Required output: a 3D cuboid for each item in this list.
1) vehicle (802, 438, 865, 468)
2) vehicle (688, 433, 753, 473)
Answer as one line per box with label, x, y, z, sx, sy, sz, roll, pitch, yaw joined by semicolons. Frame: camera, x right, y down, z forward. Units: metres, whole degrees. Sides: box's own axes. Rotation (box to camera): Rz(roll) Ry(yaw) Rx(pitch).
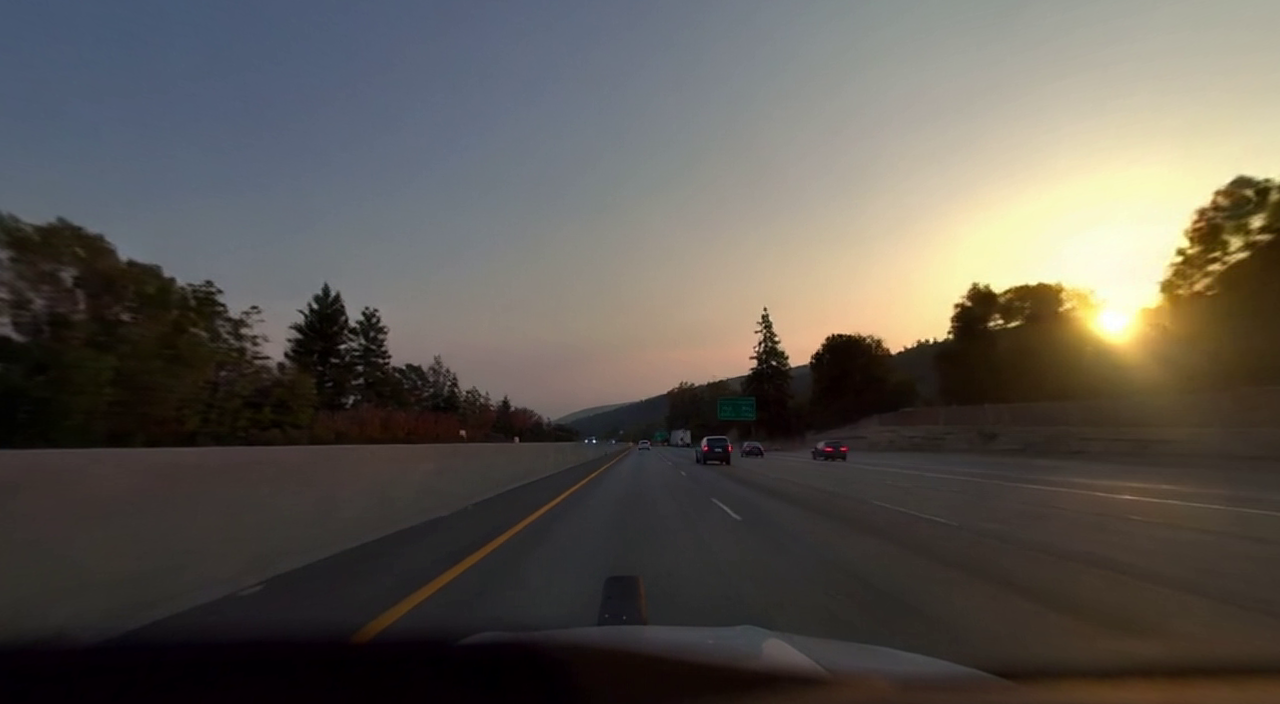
vehicle;10.445;5.483;34.409;1.970;1.479;4.480;0;-8;0
vehicle;3.517;4.506;28.335;2.326;1.644;4.206;0;-8;-1
